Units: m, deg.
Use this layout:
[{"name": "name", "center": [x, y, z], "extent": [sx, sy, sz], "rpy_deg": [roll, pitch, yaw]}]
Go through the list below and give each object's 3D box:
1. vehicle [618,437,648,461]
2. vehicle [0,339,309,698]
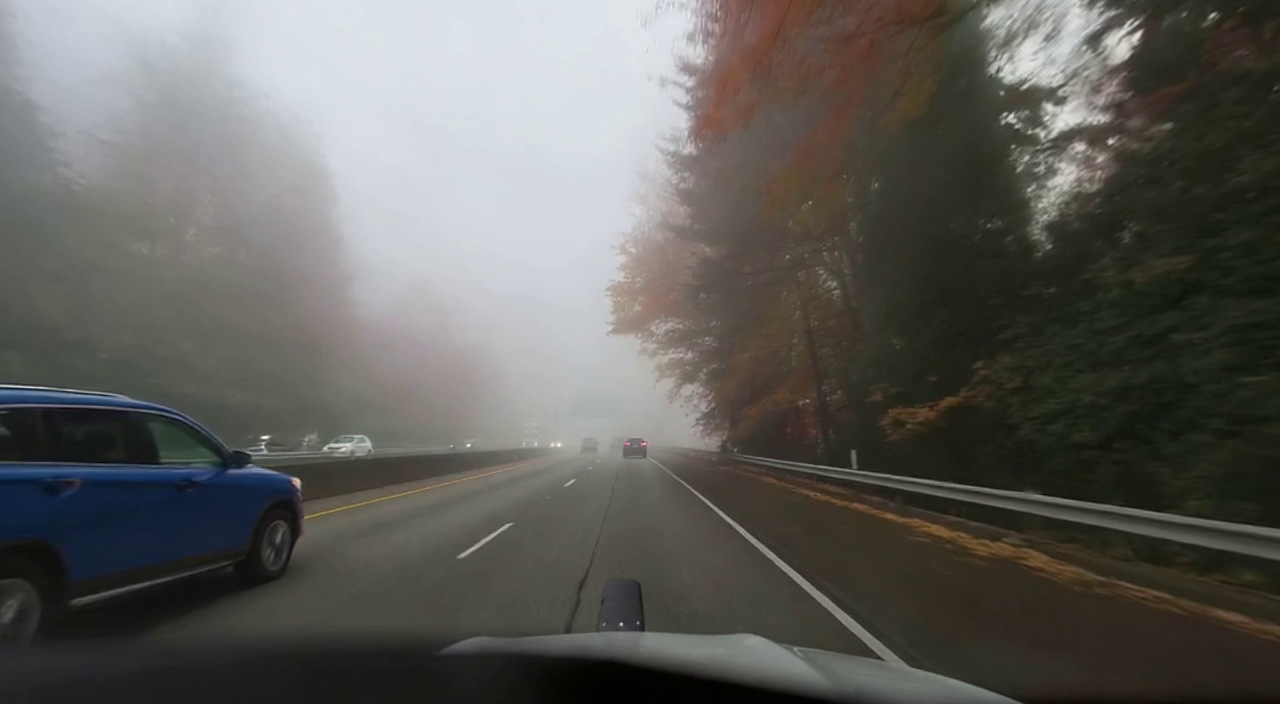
[{"name": "vehicle", "center": [-0.488, 6.429, 41.746], "extent": [1.939, 1.497, 3.863], "rpy_deg": [0, -8, -1]}, {"name": "vehicle", "center": [-4.055, 0.892, 3.647], "extent": [1.924, 1.720, 4.195], "rpy_deg": [0, -8, 1]}]
